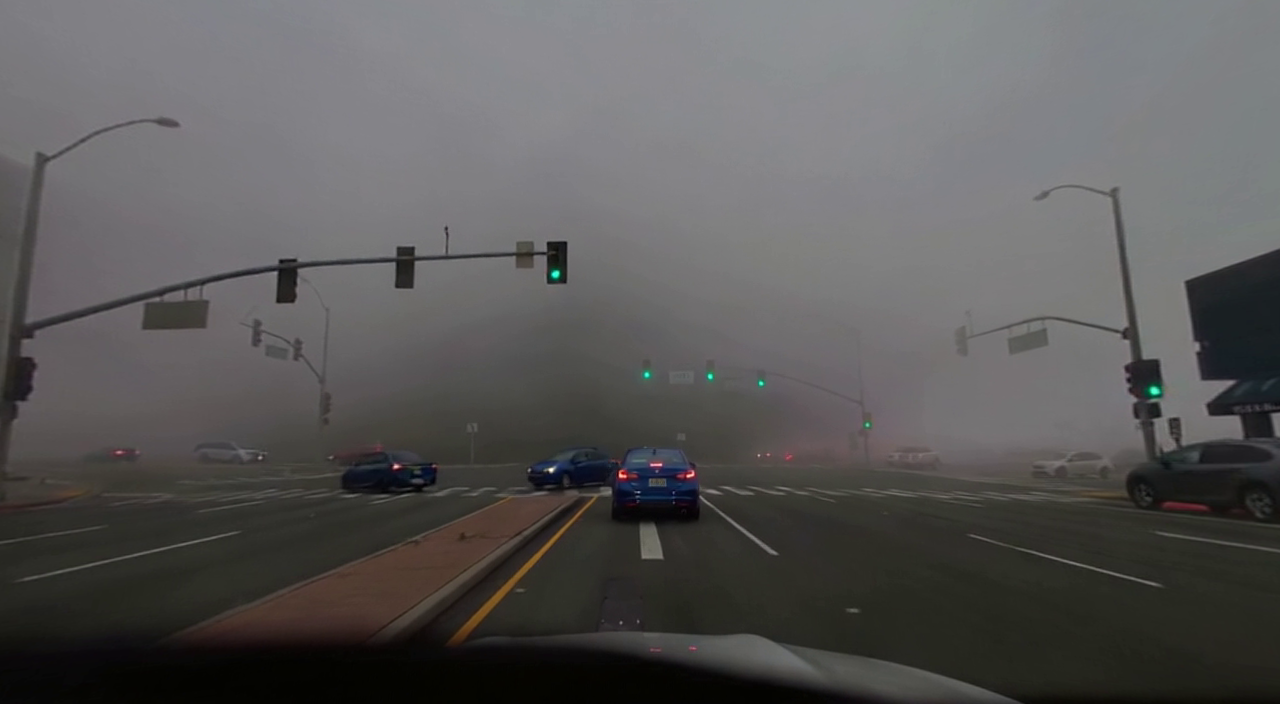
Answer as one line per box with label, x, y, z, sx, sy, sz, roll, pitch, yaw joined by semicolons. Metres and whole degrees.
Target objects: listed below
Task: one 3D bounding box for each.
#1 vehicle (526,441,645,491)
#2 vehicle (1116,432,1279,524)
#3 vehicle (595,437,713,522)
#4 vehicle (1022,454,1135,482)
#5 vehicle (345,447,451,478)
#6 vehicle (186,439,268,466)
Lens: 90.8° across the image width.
vehicle;-1.997;3.853;21.732;2.213;1.489;4.626;5;-10;-31
vehicle;13.927;2.696;13.801;2.309;1.819;5.793;1;-9;-3
vehicle;0.279;2.571;13.263;2.067;1.471;4.241;0;-9;1
vehicle;23.768;6.278;34.357;4.684;1.412;1.995;0;-9;-2
vehicle;-11.904;5.414;31.207;4.531;1.434;1.841;-2;-9;10
vehicle;-30.508;7.415;46.816;1.999;1.702;4.557;-2;-7;29
